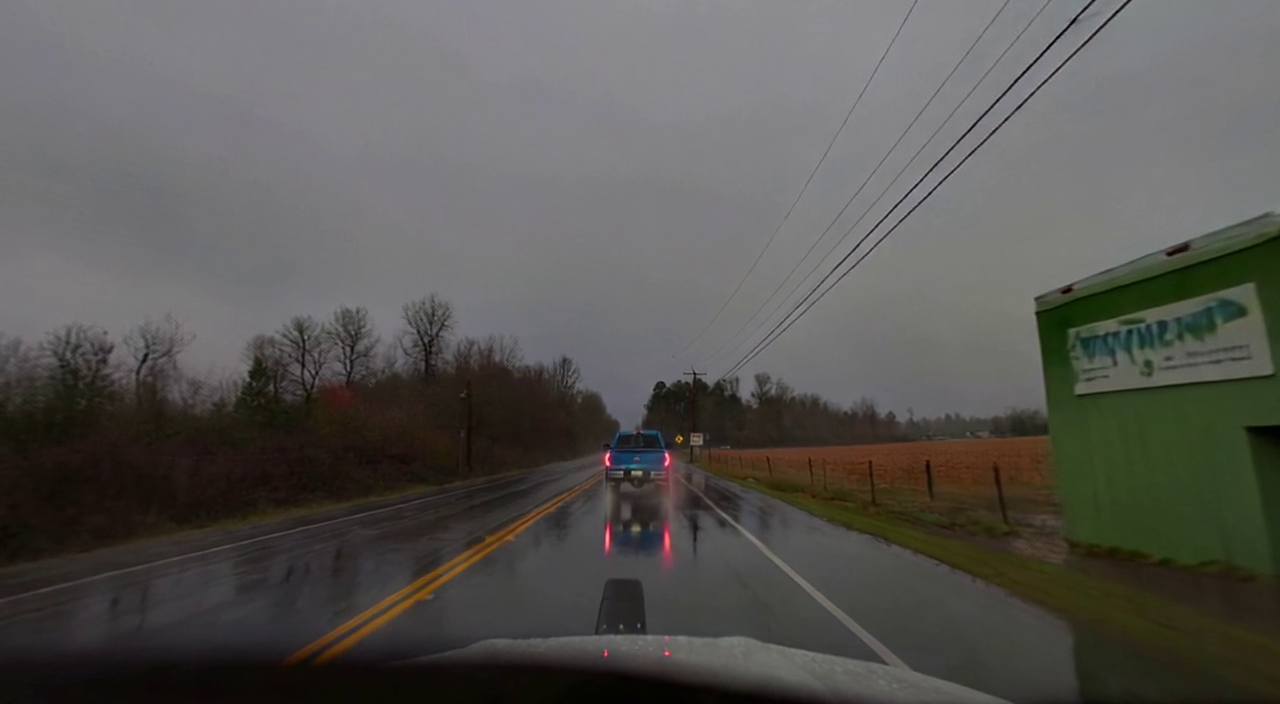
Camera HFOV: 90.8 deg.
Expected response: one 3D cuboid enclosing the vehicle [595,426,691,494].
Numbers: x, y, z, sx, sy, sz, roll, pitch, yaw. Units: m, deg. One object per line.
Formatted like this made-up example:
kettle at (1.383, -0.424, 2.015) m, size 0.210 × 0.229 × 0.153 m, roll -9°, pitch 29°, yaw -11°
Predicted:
vehicle at (0.074, 3.830, 22.950) m, size 2.921 × 2.031 × 7.416 m, roll 0°, pitch -8°, yaw 0°
